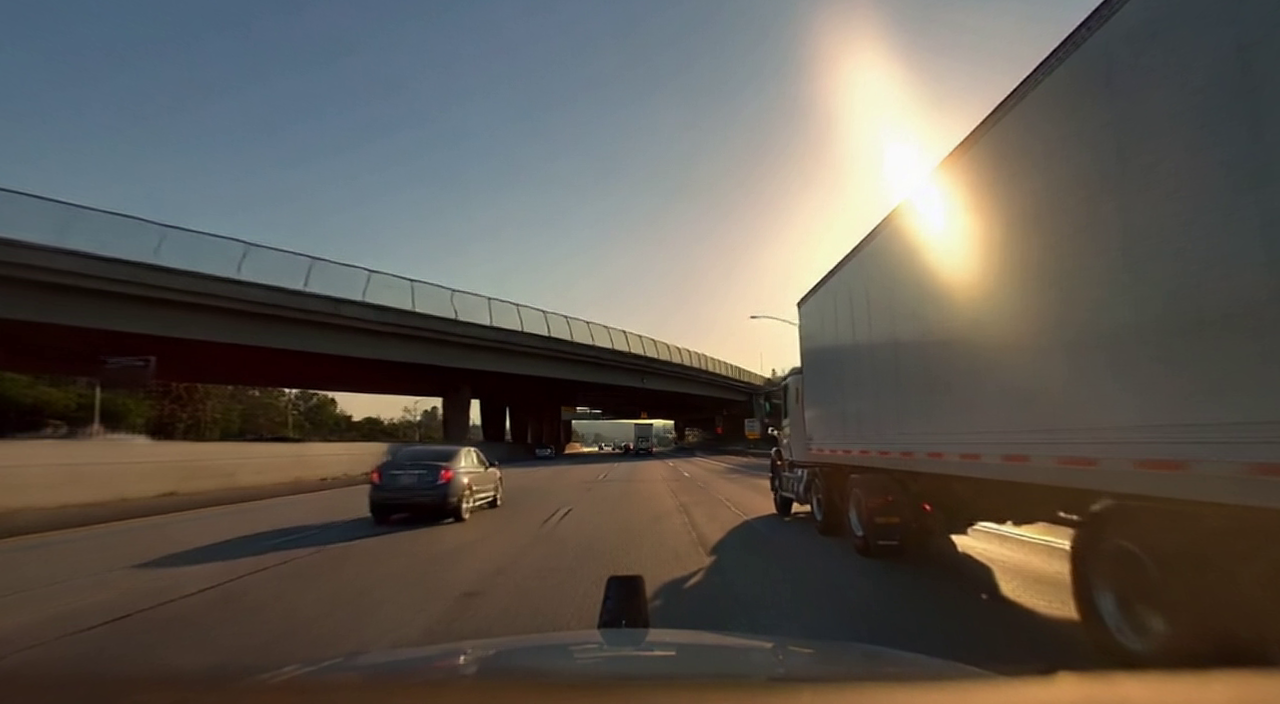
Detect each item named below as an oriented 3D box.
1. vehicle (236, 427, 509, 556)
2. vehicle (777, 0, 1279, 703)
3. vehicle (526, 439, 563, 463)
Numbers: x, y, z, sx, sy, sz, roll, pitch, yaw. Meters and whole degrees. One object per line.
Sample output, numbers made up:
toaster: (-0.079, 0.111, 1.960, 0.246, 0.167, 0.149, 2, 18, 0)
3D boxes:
vehicle: (-3.731, 2.046, 10.052, 2.143, 1.529, 4.918, 0, -8, 1)
vehicle: (3.751, 0.381, 4.721, 3.049, 3.395, 10.595, 0, -8, 0)
vehicle: (-6.978, 7.341, 46.523, 1.980, 1.666, 4.562, 0, -8, 1)
